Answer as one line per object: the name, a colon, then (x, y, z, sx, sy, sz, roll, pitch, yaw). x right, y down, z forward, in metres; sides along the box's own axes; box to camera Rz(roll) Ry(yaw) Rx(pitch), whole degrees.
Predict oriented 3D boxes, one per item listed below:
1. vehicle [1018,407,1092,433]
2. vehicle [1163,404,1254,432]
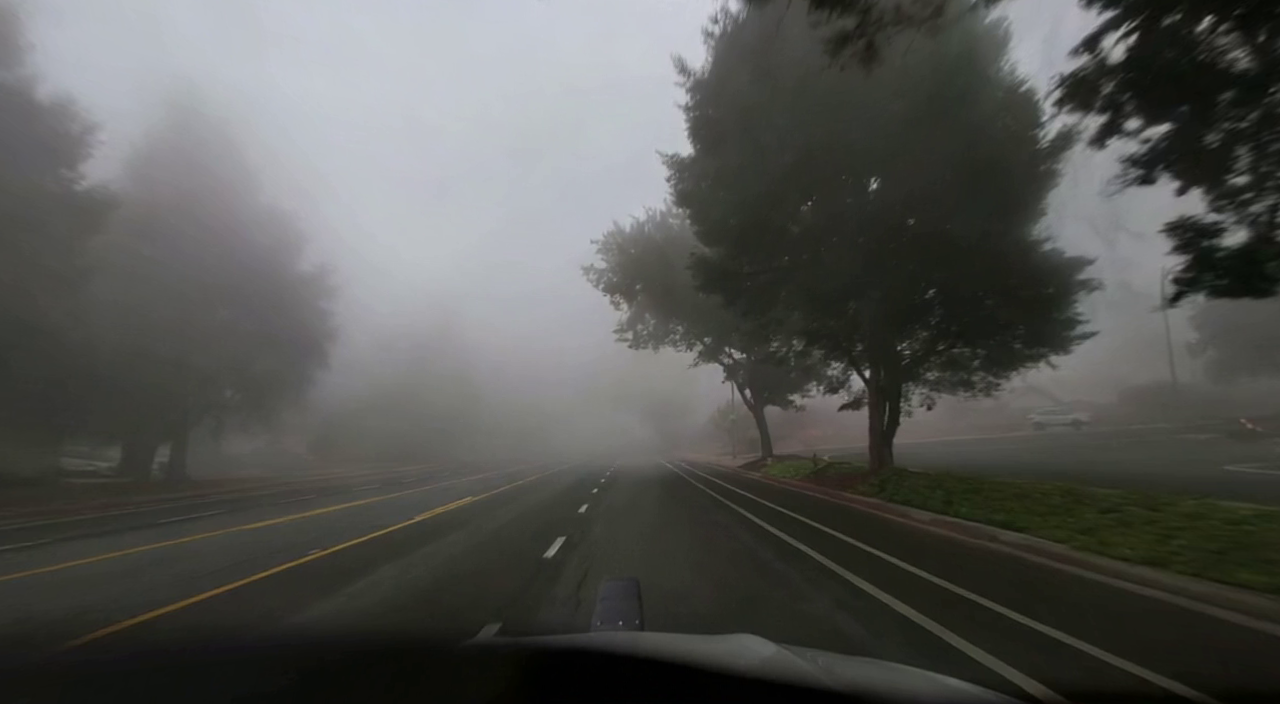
vehicle: (28.155, 4.685, 43.067, 1.797, 1.563, 4.669, 0, -8, 0)
vehicle: (37.098, 4.375, 41.398, 1.838, 1.508, 4.463, -3, -9, 1)
